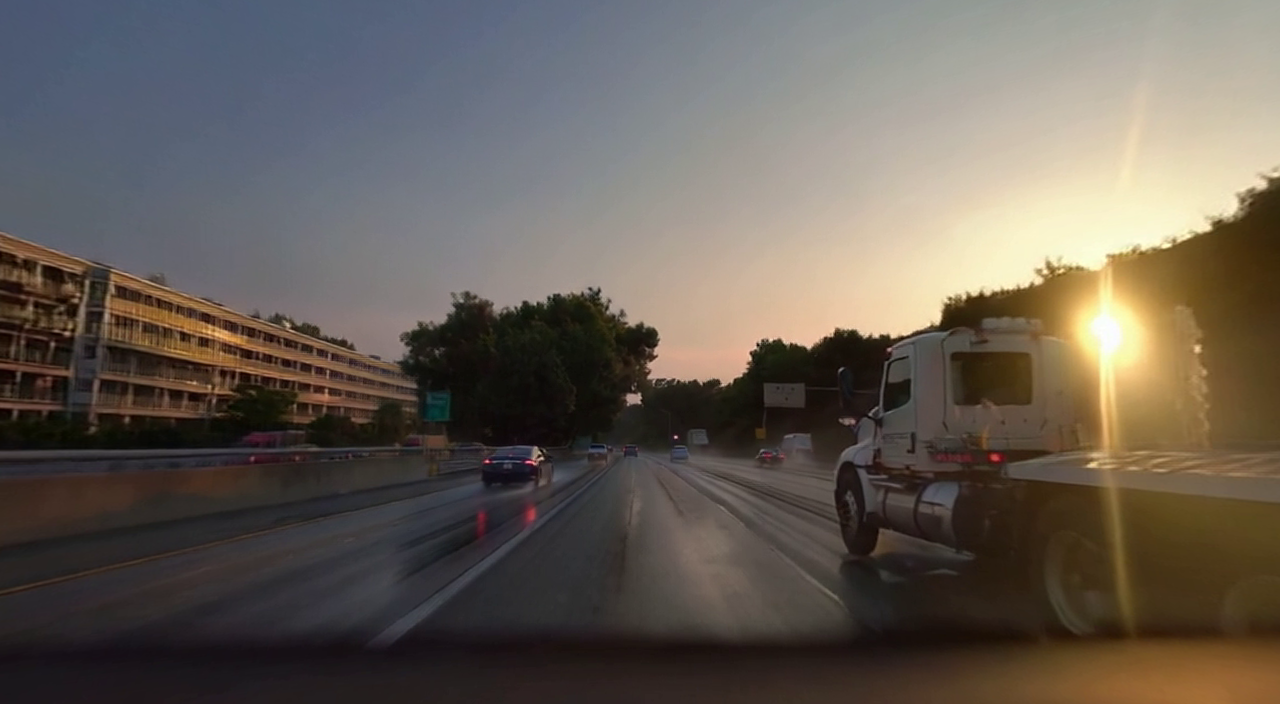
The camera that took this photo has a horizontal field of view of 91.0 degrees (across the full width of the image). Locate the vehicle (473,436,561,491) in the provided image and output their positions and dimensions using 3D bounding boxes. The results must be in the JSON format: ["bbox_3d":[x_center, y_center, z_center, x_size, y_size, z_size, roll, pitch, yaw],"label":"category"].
[{"bbox_3d":[-3.785,3.499,20.087,1.954,1.528,4.010,0,-9,0],"label":"vehicle"}]

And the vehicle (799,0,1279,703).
[{"bbox_3d":[3.657,0.222,5.311,3.089,3.779,6.420,0,-9,2],"label":"vehicle"}]
